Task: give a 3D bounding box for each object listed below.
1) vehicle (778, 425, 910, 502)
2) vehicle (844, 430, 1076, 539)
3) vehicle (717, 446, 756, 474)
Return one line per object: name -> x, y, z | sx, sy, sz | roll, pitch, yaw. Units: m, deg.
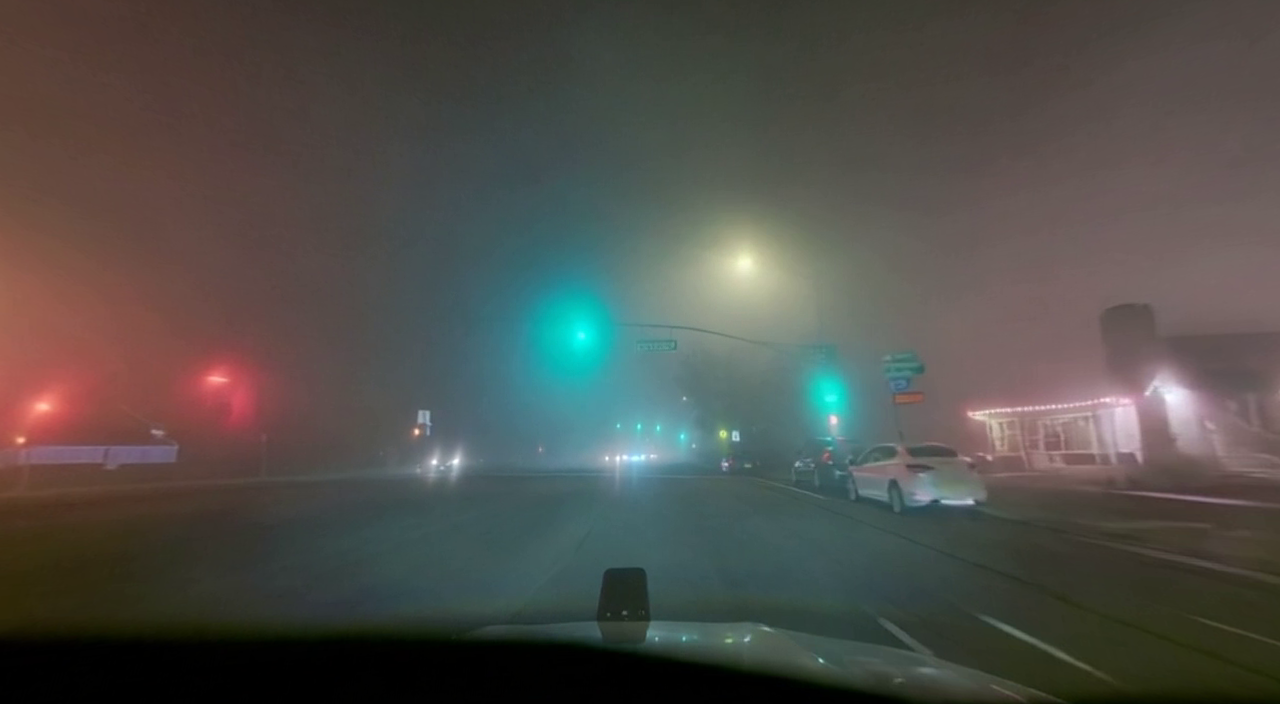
vehicle -> 5.970, 3.324, 19.305 | 2.182, 2.019, 5.247 | 0, -8, -1
vehicle -> 5.811, 2.438, 12.434 | 1.845, 1.664, 5.285 | 0, -9, 0
vehicle -> 6.228, 6.996, 41.113 | 1.955, 1.679, 3.890 | 0, -8, 0
